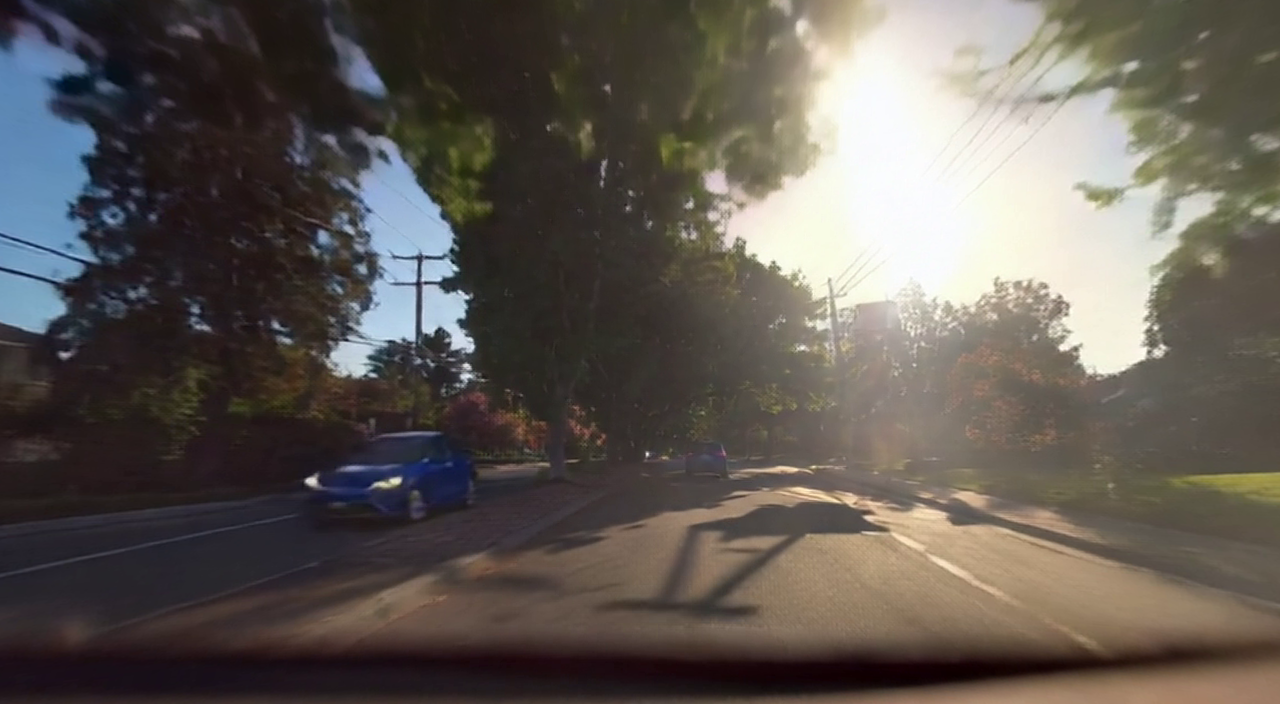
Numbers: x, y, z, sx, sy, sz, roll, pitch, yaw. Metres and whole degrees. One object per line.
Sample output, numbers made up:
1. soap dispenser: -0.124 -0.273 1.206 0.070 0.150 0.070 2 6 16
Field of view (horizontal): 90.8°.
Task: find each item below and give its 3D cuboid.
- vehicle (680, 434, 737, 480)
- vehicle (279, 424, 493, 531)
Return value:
1. vehicle: 2.730 4.235 25.728 2.139 1.699 3.916 -1 -8 5
2. vehicle: -4.539 2.305 12.220 2.226 1.664 4.342 0 -8 1
